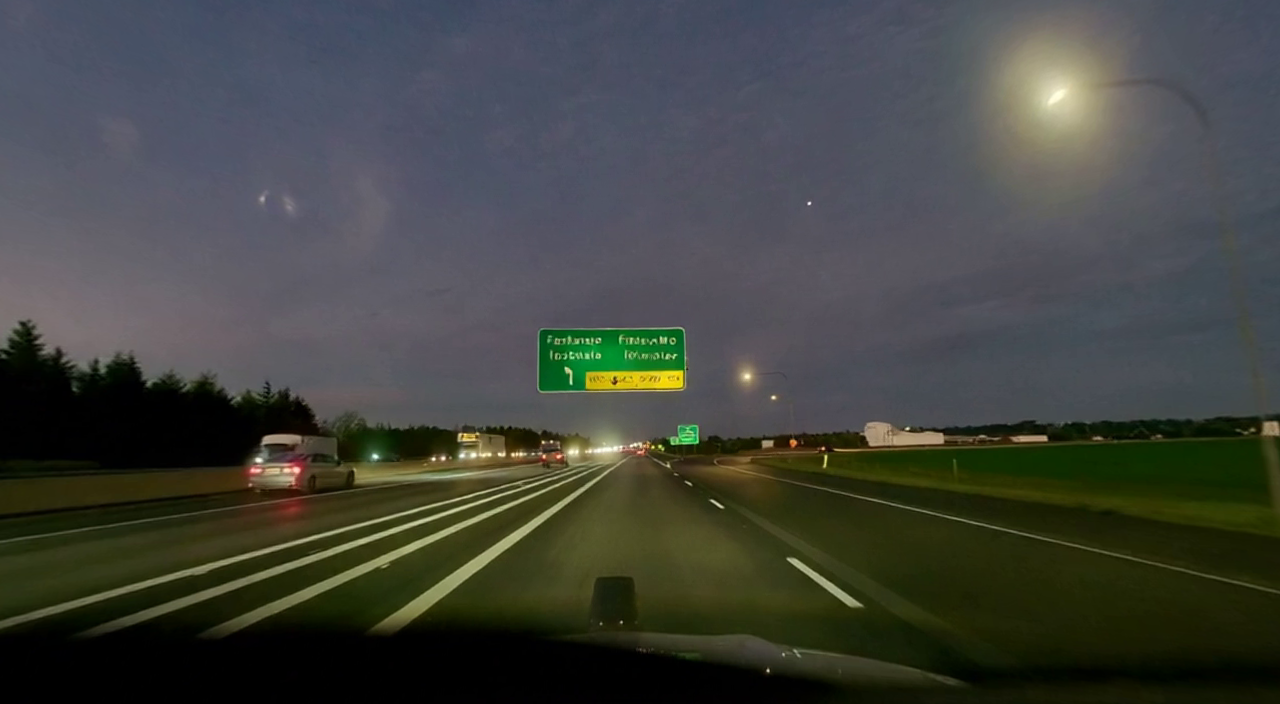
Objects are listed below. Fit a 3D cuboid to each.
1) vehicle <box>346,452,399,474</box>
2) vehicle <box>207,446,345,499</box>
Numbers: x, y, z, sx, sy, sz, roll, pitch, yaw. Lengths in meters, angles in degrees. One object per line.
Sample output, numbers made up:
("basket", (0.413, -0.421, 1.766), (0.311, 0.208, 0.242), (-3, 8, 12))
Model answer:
("vehicle", (-19.605, 8.123, 46.464), (1.924, 1.449, 4.472), (0, -9, 1))
("vehicle", (-11.641, 3.845, 20.591), (1.981, 1.503, 4.207), (0, -9, 0))
